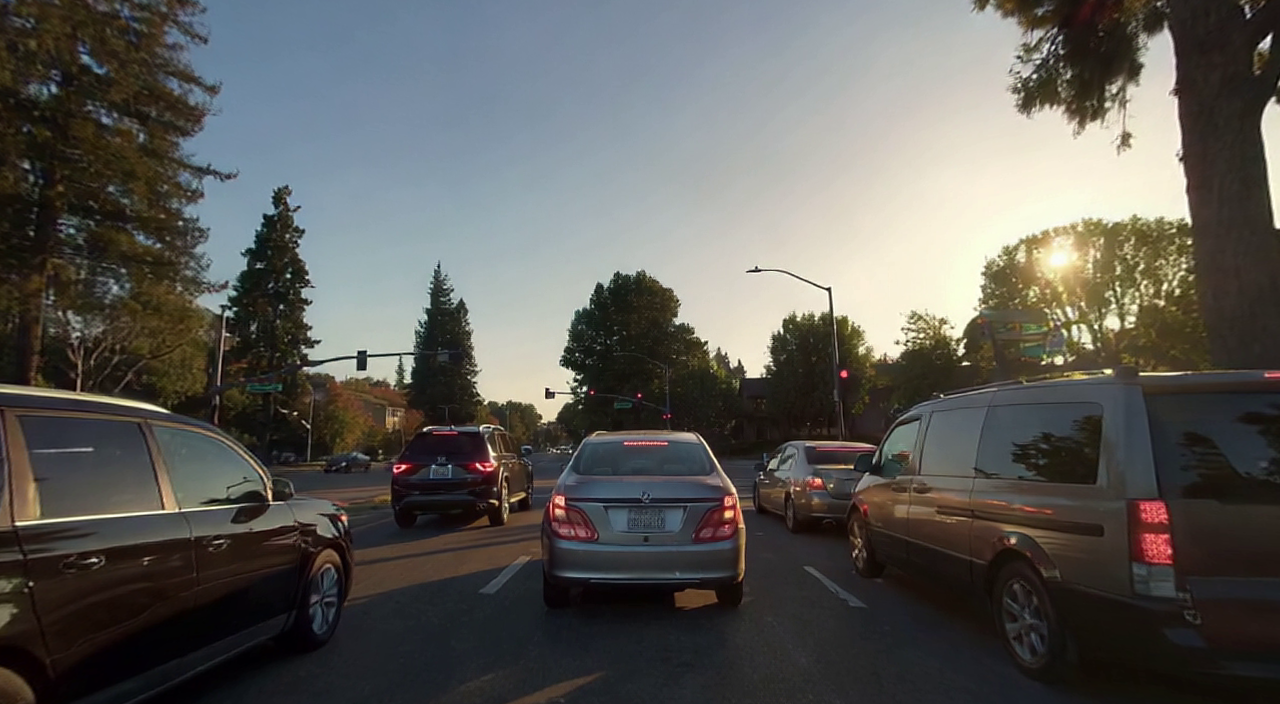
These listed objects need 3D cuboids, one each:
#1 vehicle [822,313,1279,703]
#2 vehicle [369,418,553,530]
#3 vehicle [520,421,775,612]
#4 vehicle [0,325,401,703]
[{"bbox_3d":[3.220,1.101,4.729,2.141,1.833,4.704,0,-8,-2],"label":"vehicle"},{"bbox_3d":[-3.184,2.301,12.446,2.117,1.772,4.619,0,-8,2],"label":"vehicle"},{"bbox_3d":[0.023,1.601,7.049,2.021,1.490,3.948,0,-8,-1],"label":"vehicle"},{"bbox_3d":[-3.117,0.956,3.295,1.982,1.721,4.261,0,-8,1],"label":"vehicle"}]
